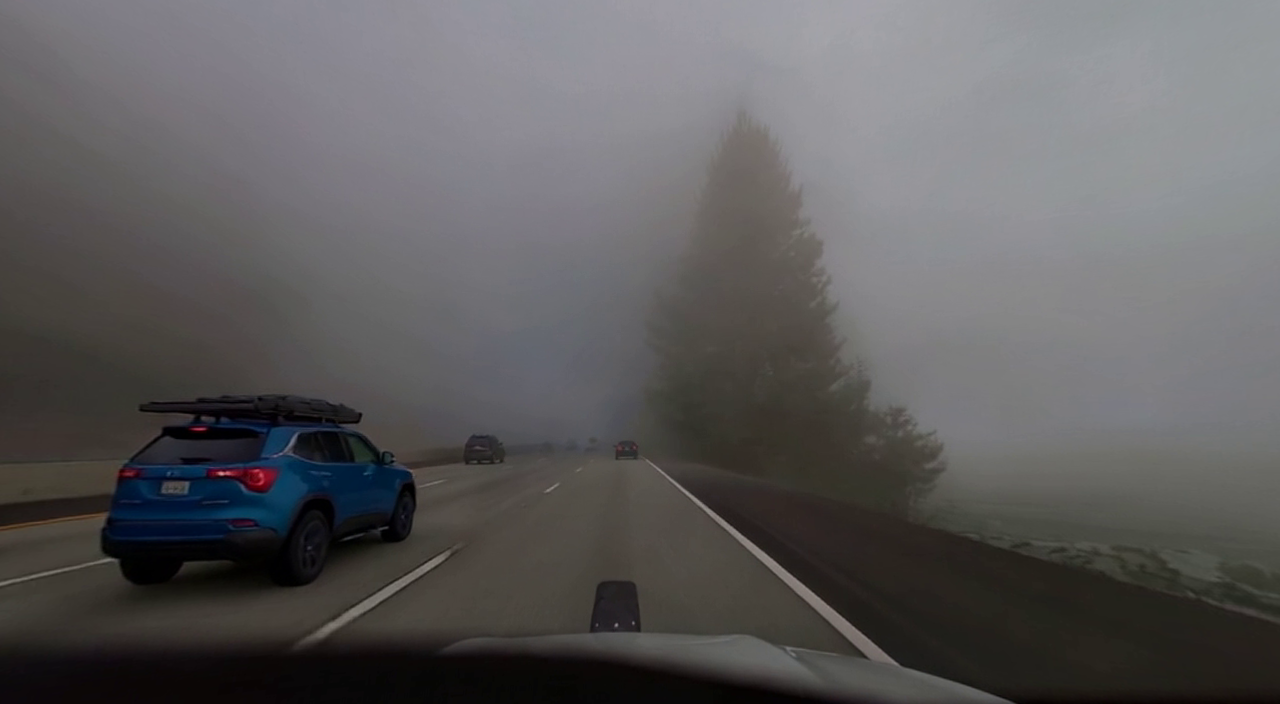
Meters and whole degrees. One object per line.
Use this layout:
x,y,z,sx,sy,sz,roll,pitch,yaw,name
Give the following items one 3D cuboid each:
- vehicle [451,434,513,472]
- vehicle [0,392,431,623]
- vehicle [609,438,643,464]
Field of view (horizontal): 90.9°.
-7.832,5.006,31.632,1.964,1.745,4.338,0,-8,1,vehicle
-4.185,1.503,7.205,2.069,1.748,4.652,0,-8,-1,vehicle
-0.894,6.556,42.043,2.178,1.658,3.916,0,-8,-1,vehicle
